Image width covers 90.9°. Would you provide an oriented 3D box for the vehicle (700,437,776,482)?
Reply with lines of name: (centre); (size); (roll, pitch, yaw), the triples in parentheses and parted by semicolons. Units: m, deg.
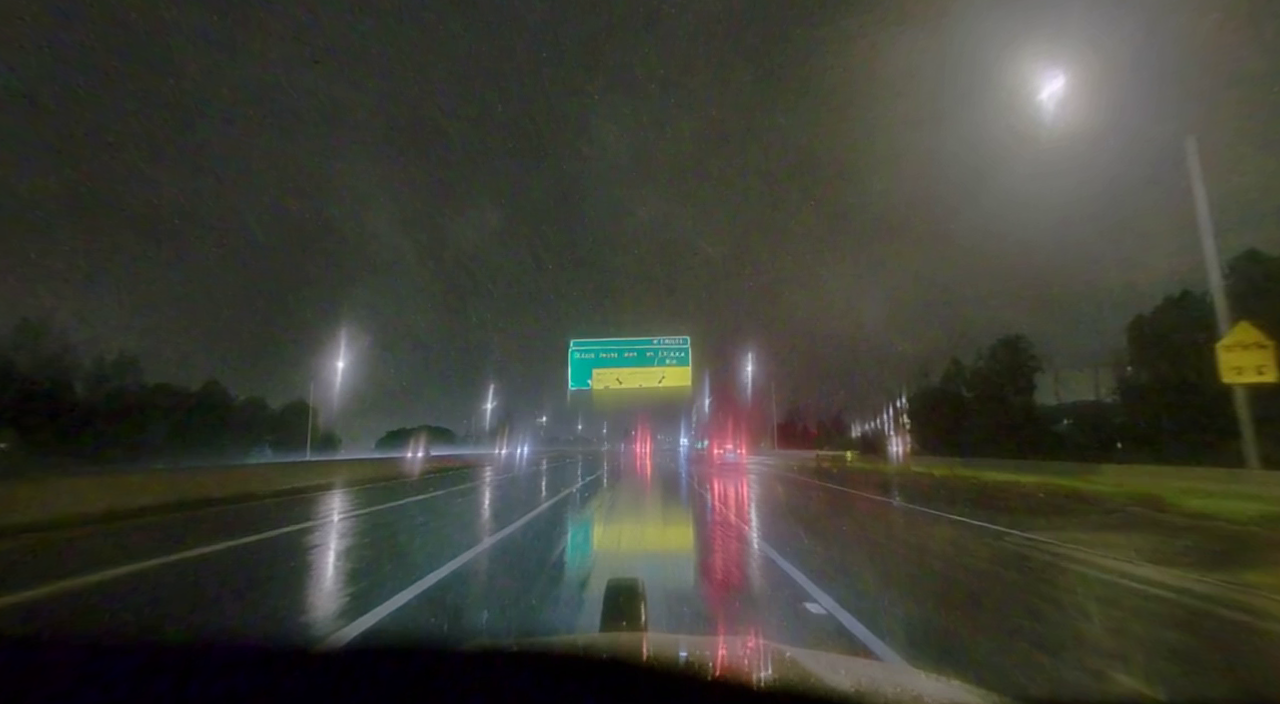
vehicle: (3.568, 4.022, 23.874); (1.999, 1.492, 4.673); (0, -8, -1)
